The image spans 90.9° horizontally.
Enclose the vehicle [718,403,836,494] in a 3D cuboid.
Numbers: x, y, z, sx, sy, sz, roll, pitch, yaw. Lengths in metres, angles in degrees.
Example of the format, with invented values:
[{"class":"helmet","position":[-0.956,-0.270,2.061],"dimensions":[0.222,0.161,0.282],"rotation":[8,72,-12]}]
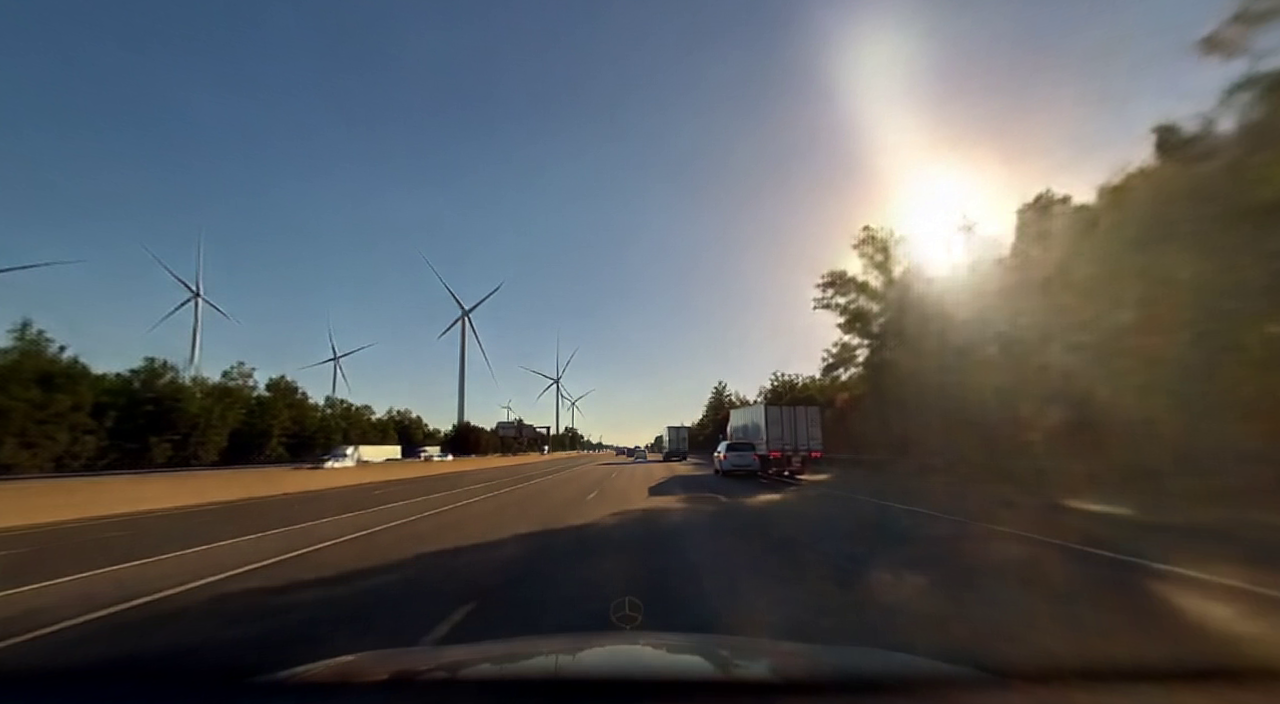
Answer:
[{"class":"vehicle","position":[4.349,3.245,21.155],"dimensions":[2.609,2.648,5.397],"rotation":[0,-9,-1]}]
